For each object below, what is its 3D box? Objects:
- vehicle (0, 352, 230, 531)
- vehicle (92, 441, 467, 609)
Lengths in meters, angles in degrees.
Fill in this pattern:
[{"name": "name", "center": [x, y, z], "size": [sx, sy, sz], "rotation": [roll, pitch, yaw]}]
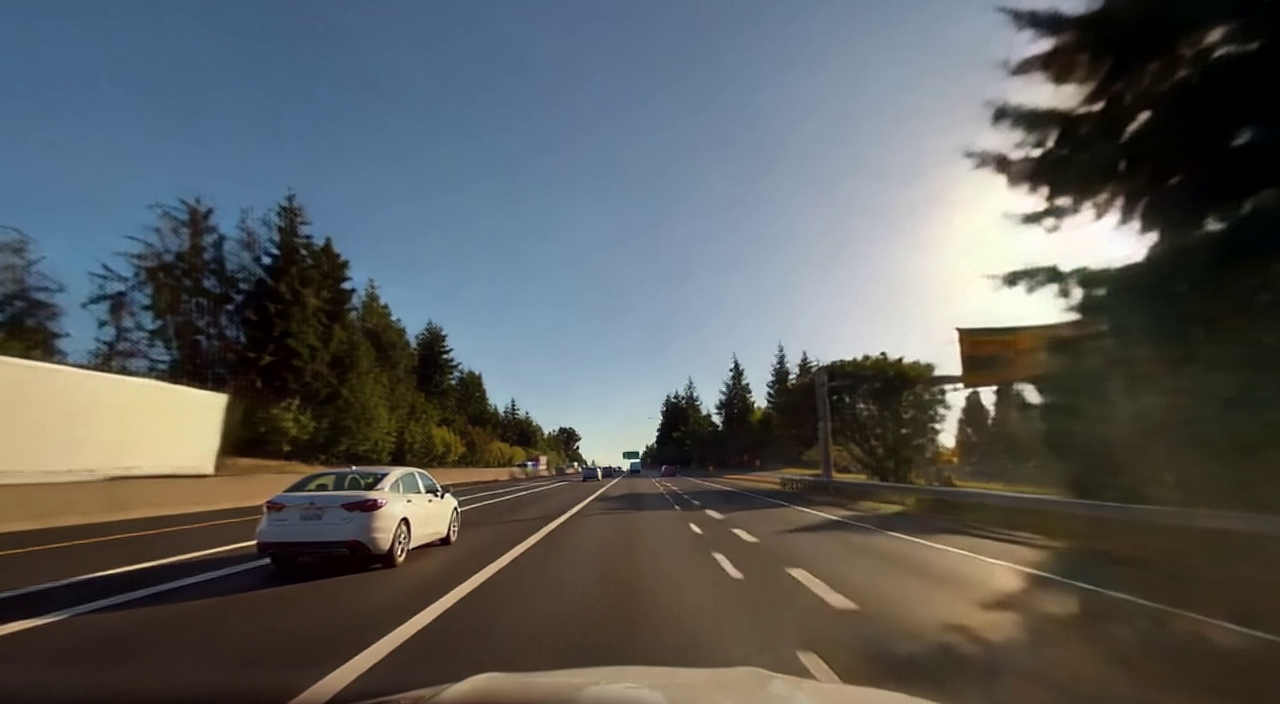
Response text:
[{"name": "vehicle", "center": [-16.244, 2.171, 15.153], "size": [3.270, 4.015, 14.199], "rotation": [1, -11, 0]}, {"name": "vehicle", "center": [-3.814, 1.956, 7.875], "size": [1.998, 1.427, 4.462], "rotation": [1, -11, 0]}]
